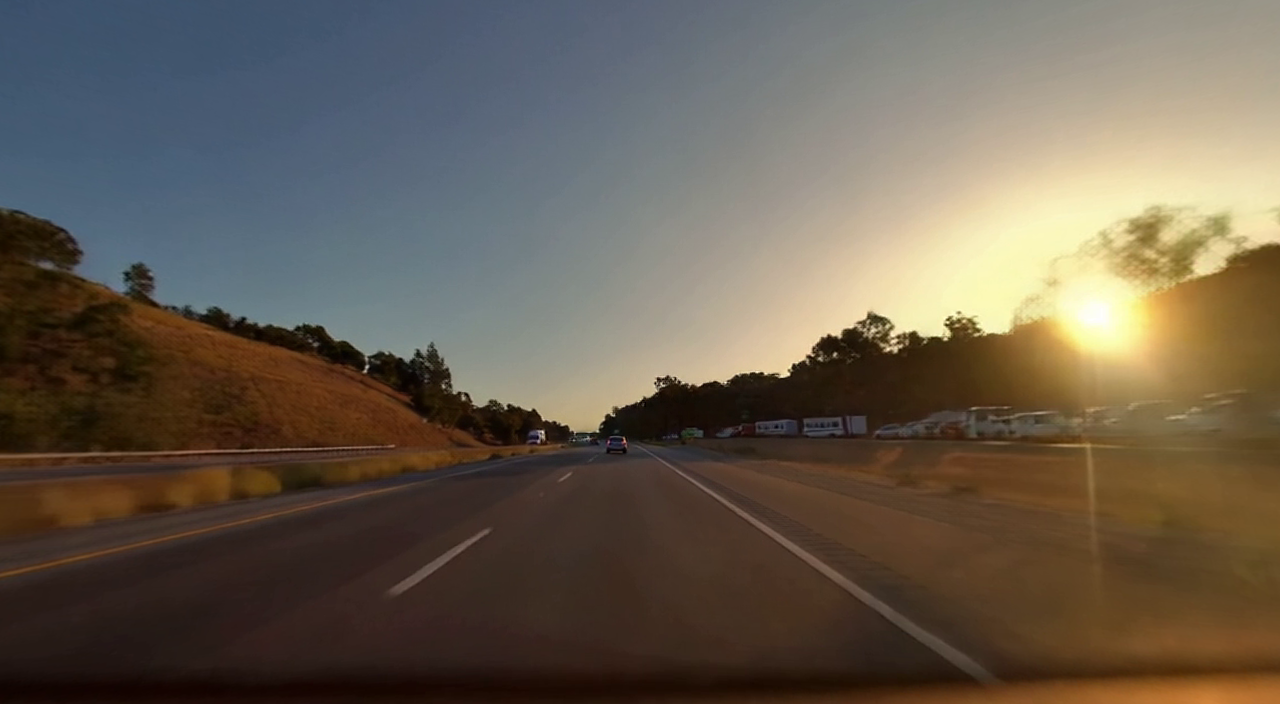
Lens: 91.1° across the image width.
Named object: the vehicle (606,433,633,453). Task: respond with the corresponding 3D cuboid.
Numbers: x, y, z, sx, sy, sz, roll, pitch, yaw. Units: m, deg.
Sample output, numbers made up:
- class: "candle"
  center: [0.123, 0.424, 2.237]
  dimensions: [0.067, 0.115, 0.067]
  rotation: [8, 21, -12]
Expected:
- class: "vehicle"
  center: [-1.641, 7.141, 49.433]
  dimensions: [2.037, 1.504, 4.248]
  rotation: [0, -8, -2]
